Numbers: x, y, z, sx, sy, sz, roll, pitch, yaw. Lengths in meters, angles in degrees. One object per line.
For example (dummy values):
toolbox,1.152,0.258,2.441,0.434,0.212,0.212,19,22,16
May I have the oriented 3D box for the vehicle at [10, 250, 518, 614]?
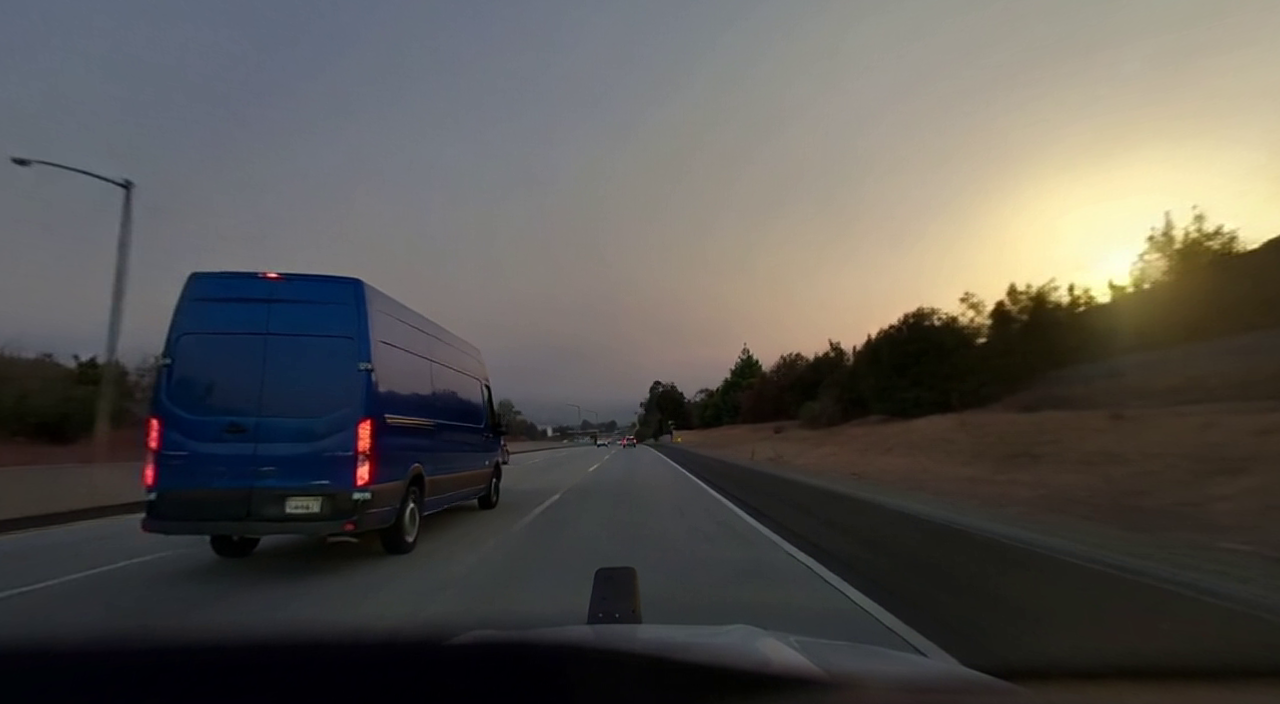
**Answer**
vehicle,-3.530,1.054,8.496,2.428,2.782,7.330,0,-8,-1
